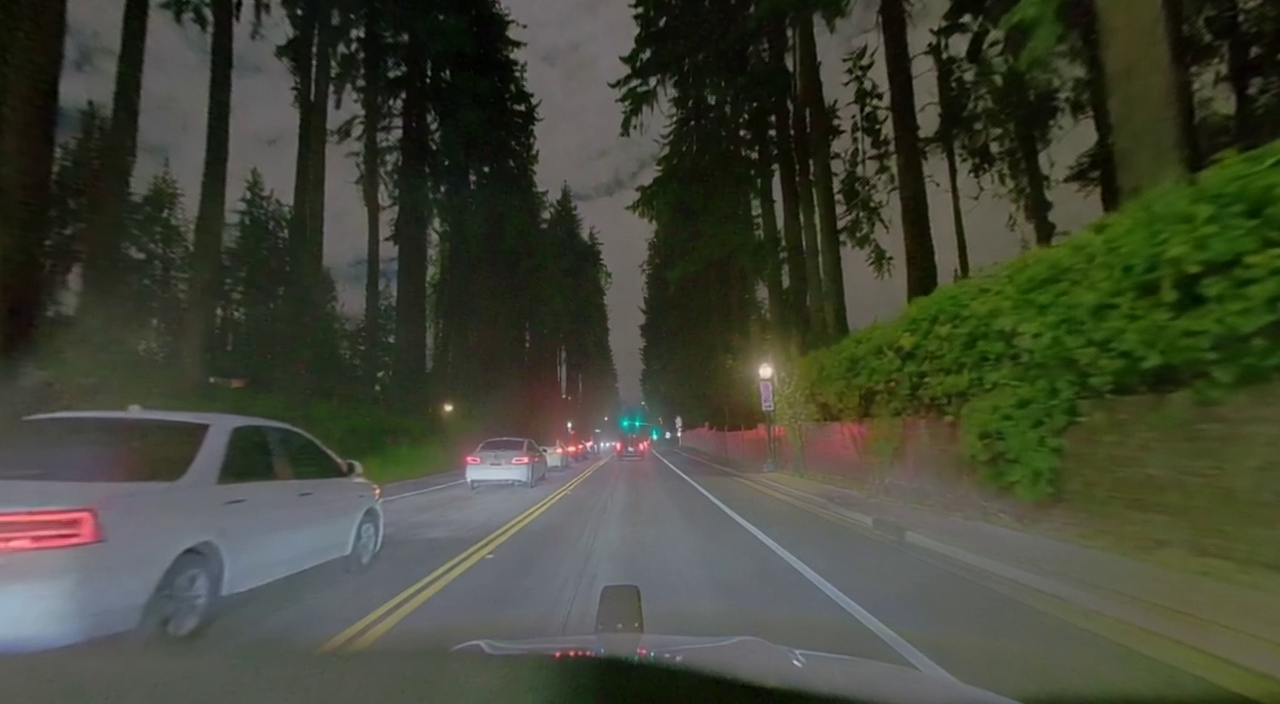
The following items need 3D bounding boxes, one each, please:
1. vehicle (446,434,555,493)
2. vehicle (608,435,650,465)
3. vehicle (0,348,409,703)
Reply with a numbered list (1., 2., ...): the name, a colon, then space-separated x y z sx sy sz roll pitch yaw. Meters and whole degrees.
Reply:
1. vehicle: -3.740 3.074 17.811 2.030 1.452 4.312 0 -8 1
2. vehicle: -0.593 5.338 34.483 2.127 1.517 4.090 0 -8 -1
3. vehicle: -3.687 1.138 4.879 2.126 1.707 4.317 0 -8 0
